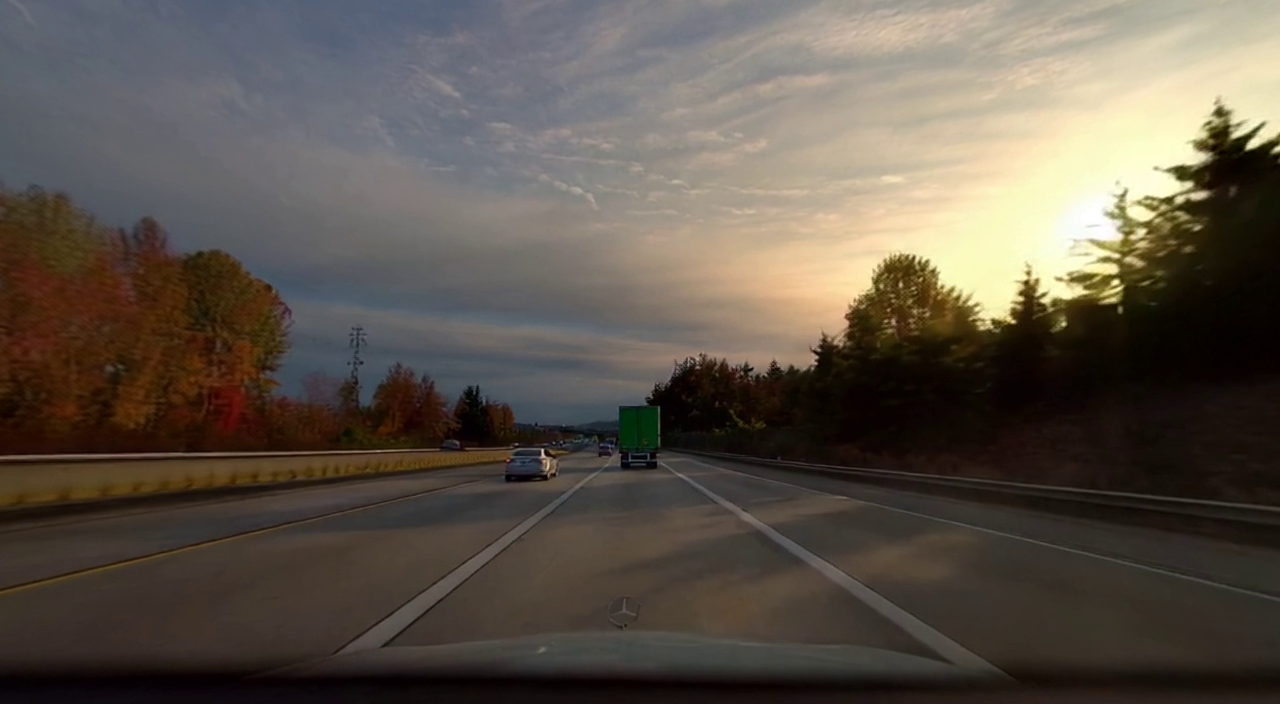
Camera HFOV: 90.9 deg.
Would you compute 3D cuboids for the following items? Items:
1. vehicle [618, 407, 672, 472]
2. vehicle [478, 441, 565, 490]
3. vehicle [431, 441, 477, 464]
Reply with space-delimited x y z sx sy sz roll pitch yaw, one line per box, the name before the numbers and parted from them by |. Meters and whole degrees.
vehicle | 0.134 5.602 40.018 2.893 3.628 9.081 0 -9 -3
vehicle | -4.022 3.973 22.368 2.114 1.523 5.110 0 -9 0
vehicle | -13.050 7.070 44.508 2.020 1.509 4.186 0 -9 0
